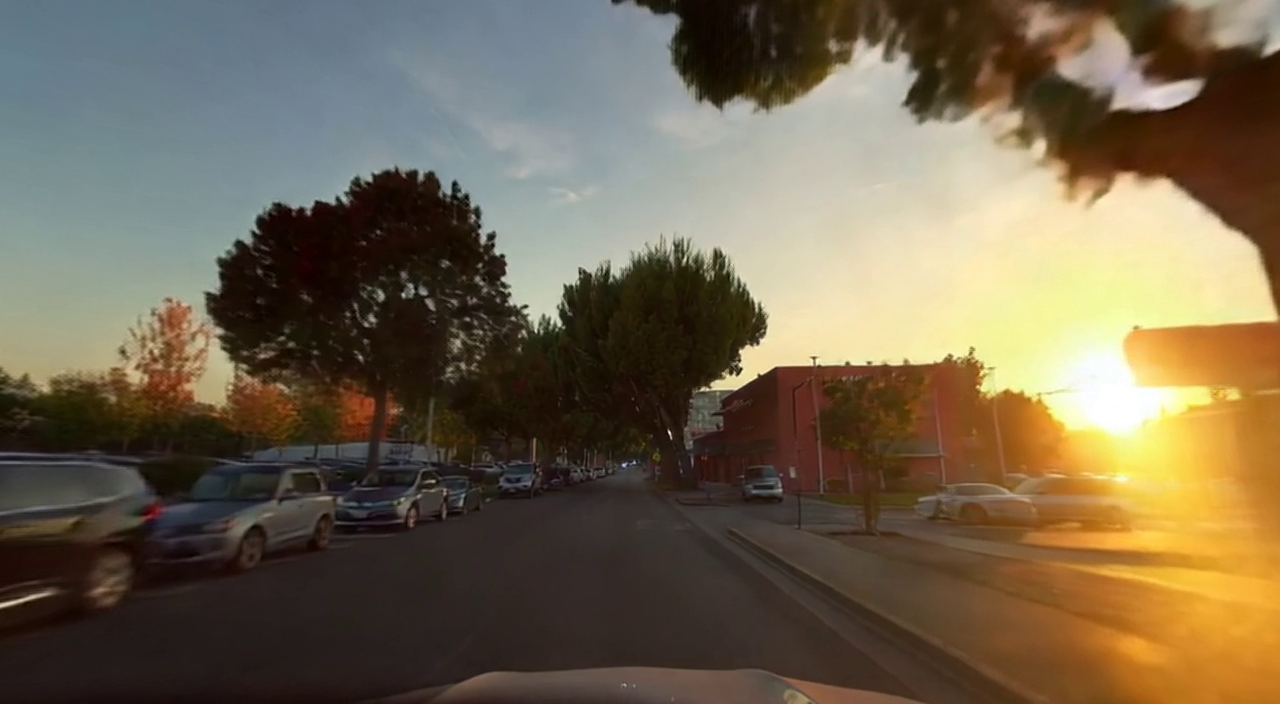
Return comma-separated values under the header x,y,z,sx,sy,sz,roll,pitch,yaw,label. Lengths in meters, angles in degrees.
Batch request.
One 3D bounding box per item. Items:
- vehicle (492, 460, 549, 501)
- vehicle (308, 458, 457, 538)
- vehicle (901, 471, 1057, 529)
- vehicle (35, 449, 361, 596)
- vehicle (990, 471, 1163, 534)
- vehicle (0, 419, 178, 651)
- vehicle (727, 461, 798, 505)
x,y,z,sx,sy,sz,roll,pitch,yaw,label
-6.323,6.889,33.995,2.196,2.001,5.548,1,-11,-3,vehicle
-6.079,3.500,15.524,1.957,1.634,4.164,1,-11,-2,vehicle
10.045,4.429,19.203,1.926,1.469,4.654,2,-11,-4,vehicle
-5.805,2.278,9.071,1.820,1.578,4.043,1,-11,-2,vehicle
13.257,4.566,19.499,1.880,1.644,4.110,3,-10,-12,vehicle
-5.644,1.356,4.314,1.848,1.683,4.208,-4,-8,-1,vehicle
5.383,5.866,28.454,2.054,1.779,4.650,1,-11,-3,vehicle
